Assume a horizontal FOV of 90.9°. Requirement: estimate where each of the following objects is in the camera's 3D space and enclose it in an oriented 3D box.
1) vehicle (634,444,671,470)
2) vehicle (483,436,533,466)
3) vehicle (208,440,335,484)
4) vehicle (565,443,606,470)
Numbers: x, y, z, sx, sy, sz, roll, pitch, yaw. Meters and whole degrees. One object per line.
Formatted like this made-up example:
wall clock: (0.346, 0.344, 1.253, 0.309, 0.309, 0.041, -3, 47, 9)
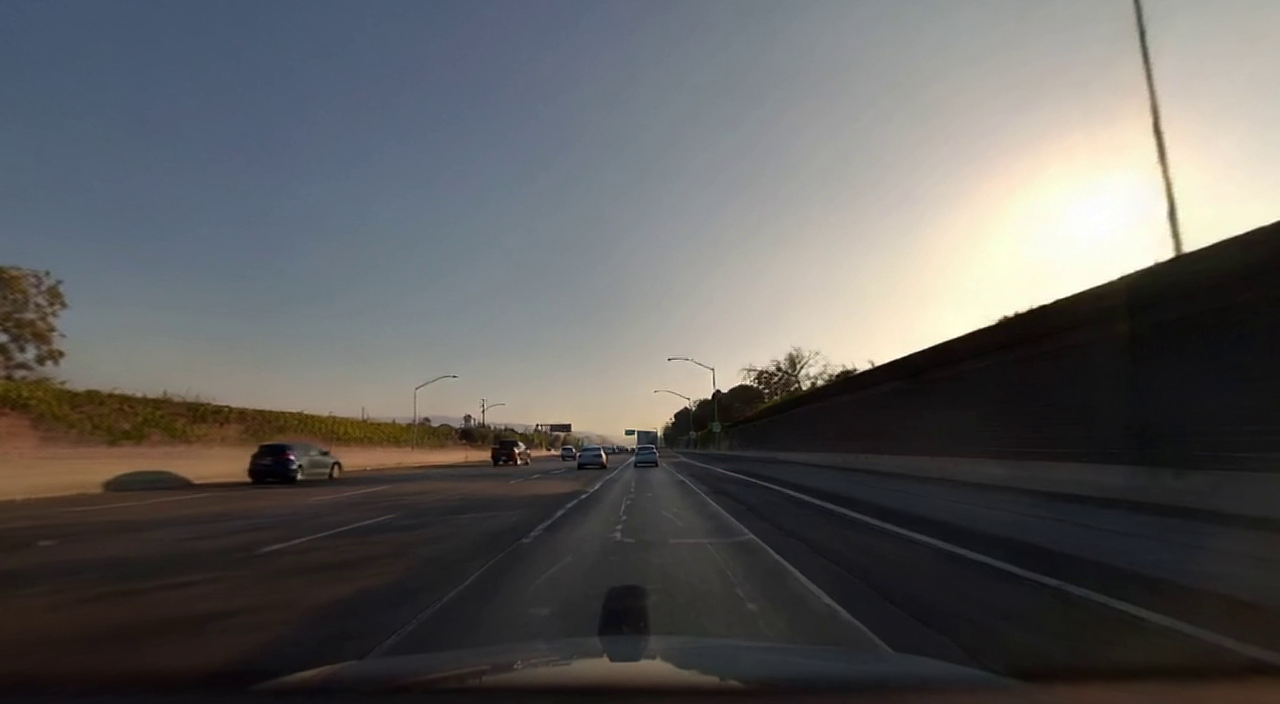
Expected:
vehicle: (0.739, 6.381, 38.571, 2.073, 1.480, 4.343, 0, -8, 0)
vehicle: (-9.674, 7.306, 46.808, 2.339, 2.018, 5.790, -1, -8, 1)
vehicle: (-13.677, 4.078, 23.821, 1.952, 1.469, 4.639, 0, -8, 1)
vehicle: (-3.185, 6.239, 37.795, 2.056, 1.480, 4.022, 0, -8, 1)
